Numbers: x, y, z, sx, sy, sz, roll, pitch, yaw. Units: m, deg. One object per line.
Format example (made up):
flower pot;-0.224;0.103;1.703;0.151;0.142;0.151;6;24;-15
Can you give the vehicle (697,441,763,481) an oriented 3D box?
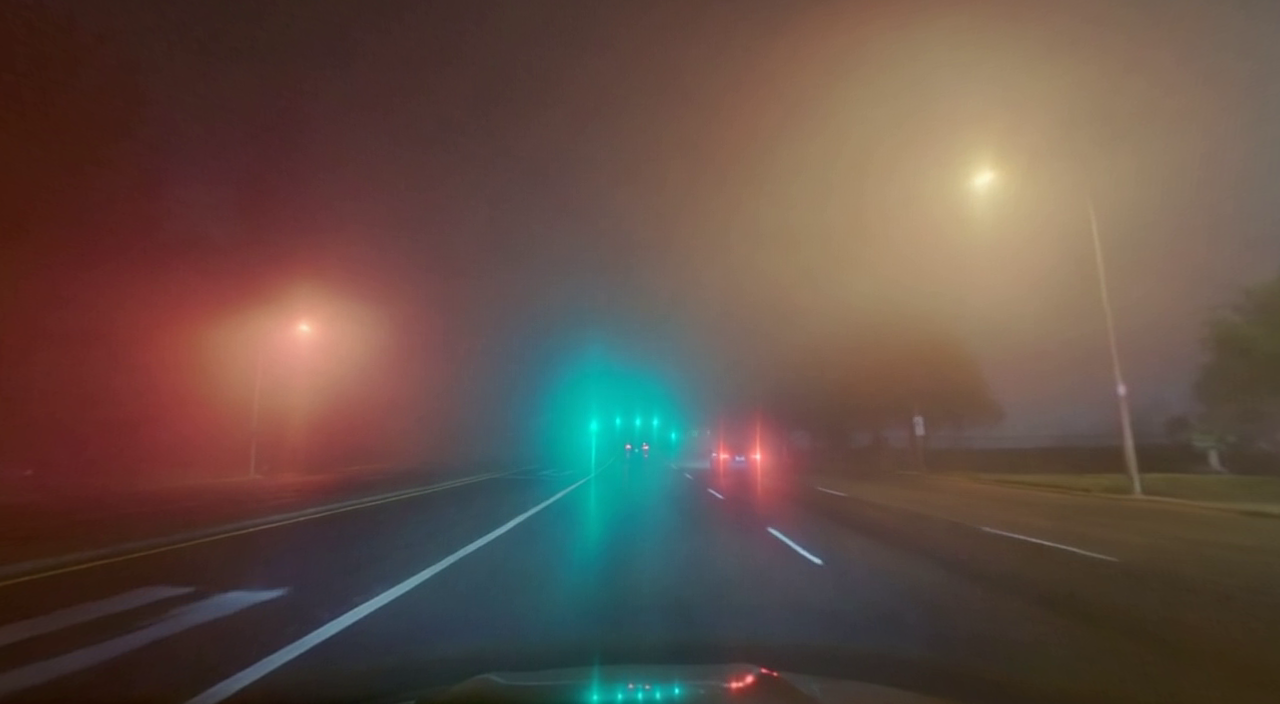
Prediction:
vehicle;3.638;4.505;26.415;1.948;1.479;4.620;0;-9;-2
